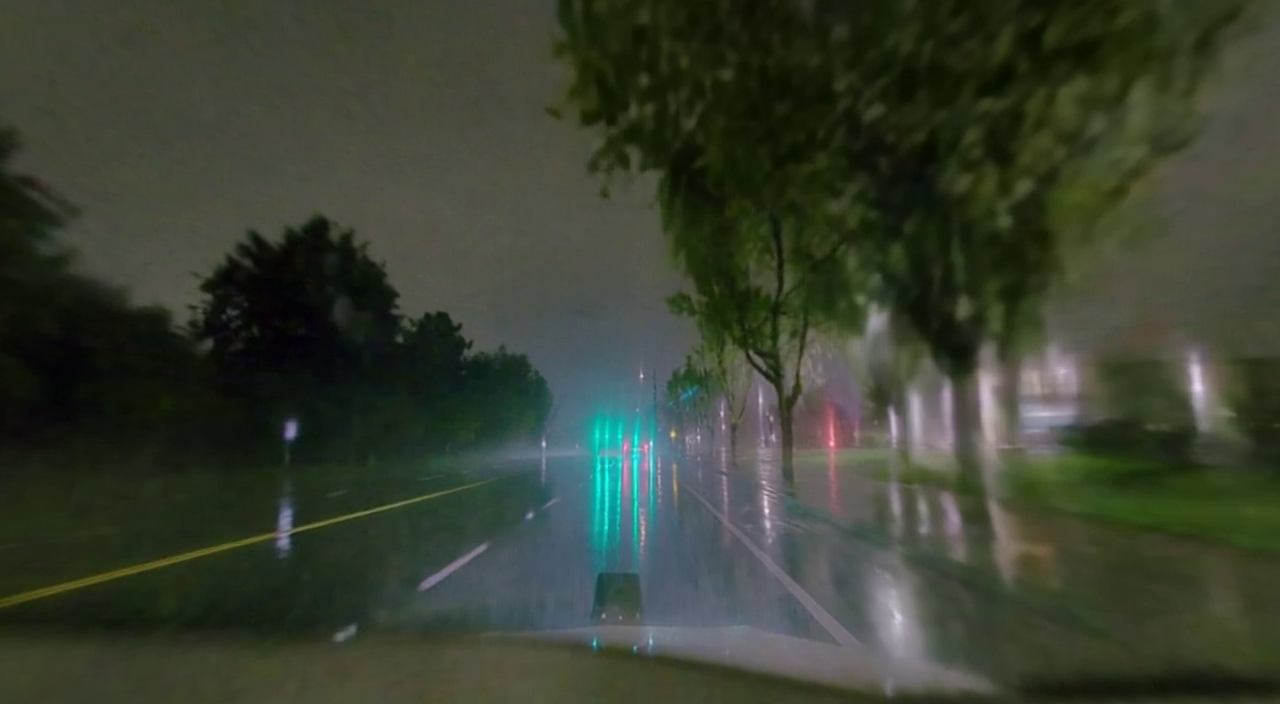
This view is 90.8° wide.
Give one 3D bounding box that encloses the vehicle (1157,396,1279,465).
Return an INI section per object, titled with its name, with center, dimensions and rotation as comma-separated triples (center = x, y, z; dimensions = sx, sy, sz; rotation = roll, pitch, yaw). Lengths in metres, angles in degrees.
[vehicle]
center = 46.434, 5.307, 44.415
dimensions = 17.270, 4.436, 2.904
rotation = -2, -6, 0
